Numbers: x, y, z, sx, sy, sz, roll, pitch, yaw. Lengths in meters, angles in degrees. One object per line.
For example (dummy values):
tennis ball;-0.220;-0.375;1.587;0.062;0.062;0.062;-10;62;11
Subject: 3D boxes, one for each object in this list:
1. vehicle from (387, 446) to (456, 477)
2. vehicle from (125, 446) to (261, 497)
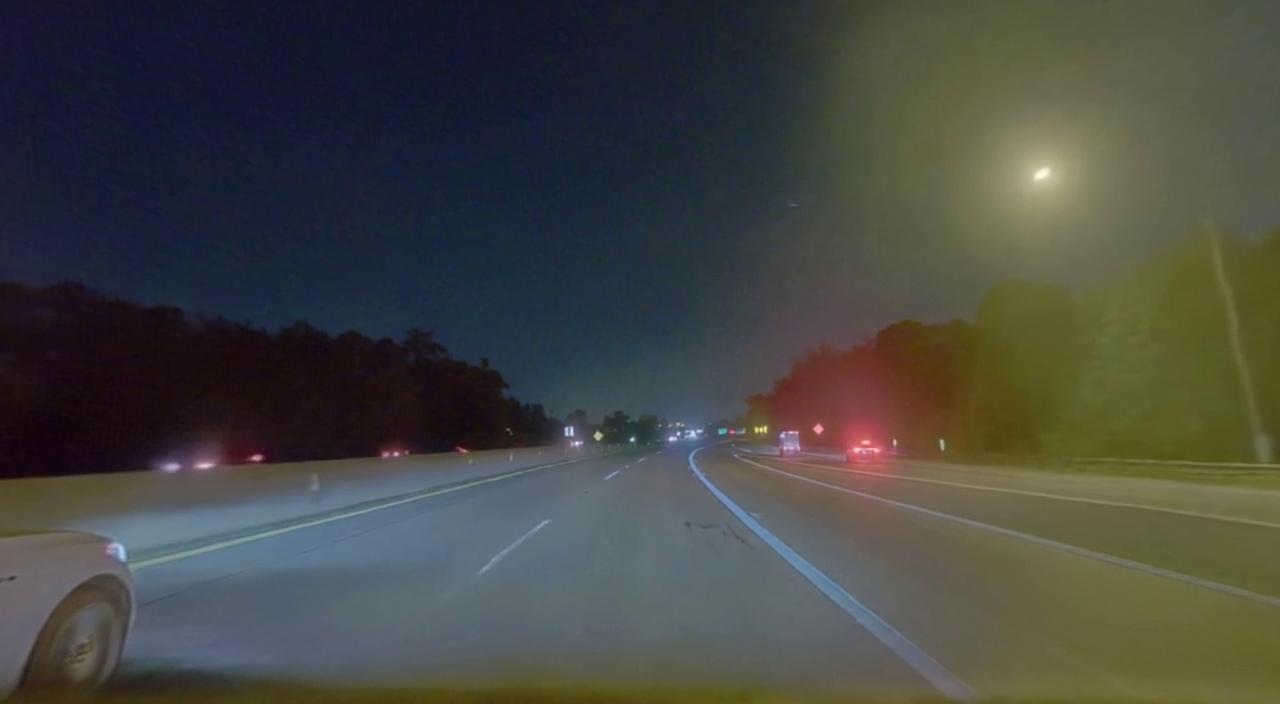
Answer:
vehicle;-11.774;5.896;34.264;1.995;1.532;4.395;-1;-8;3
vehicle;-16.611;4.421;23.712;1.905;1.670;4.244;-1;-8;2
